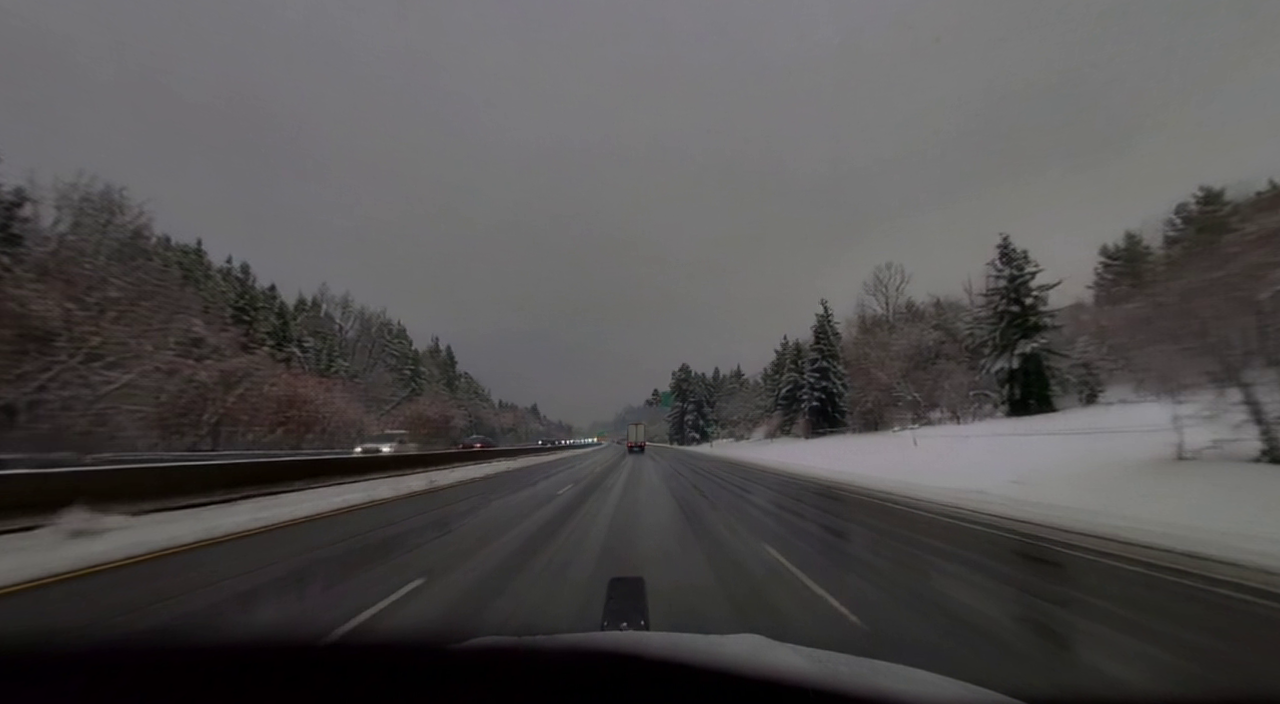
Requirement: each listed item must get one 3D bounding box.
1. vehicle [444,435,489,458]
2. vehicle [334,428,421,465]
[{"bbox_3d":[-11.779,6.439,43.072,1.871,1.495,4.368,0,-8,0],"label":"vehicle"},{"bbox_3d":[-11.558,4.200,28.050,1.969,1.543,4.300,0,-8,1],"label":"vehicle"}]
